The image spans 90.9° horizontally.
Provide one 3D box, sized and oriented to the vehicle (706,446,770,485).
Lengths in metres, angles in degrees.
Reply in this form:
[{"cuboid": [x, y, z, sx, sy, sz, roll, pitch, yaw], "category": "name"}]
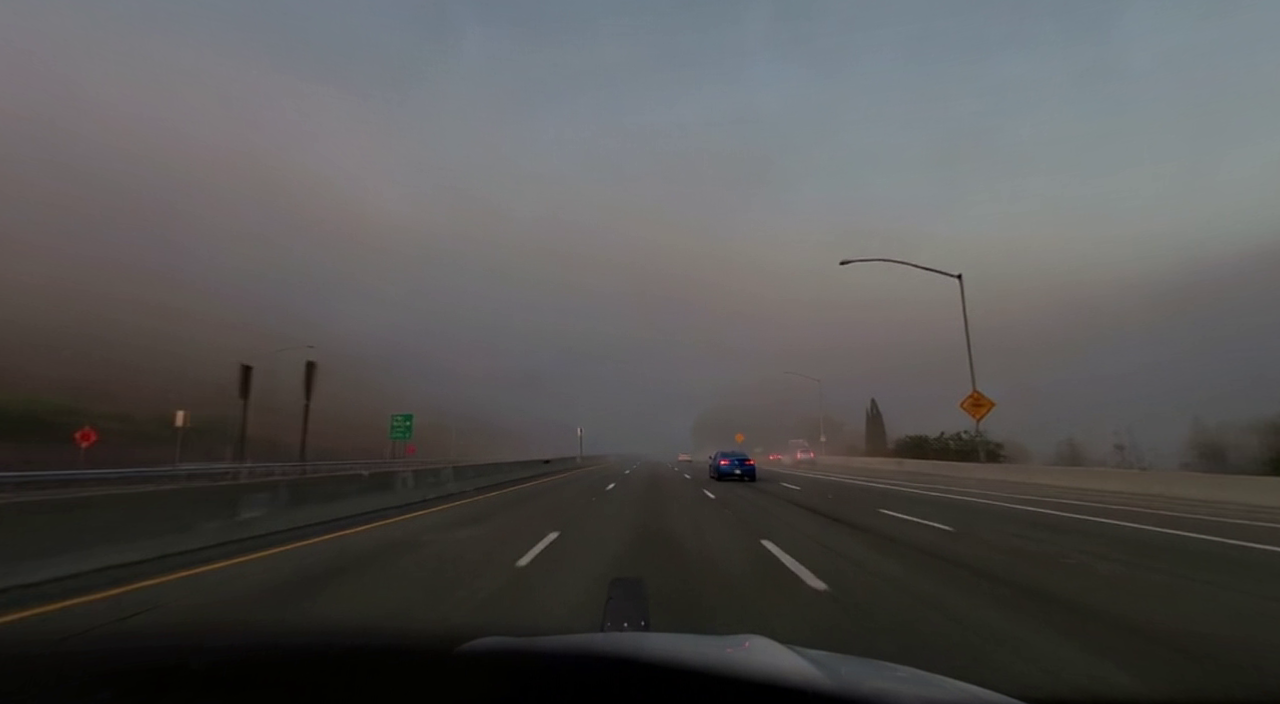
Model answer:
[{"cuboid": [3.978, 4.657, 26.313, 1.916, 1.469, 4.481, 0, -8, 0], "category": "vehicle"}]
